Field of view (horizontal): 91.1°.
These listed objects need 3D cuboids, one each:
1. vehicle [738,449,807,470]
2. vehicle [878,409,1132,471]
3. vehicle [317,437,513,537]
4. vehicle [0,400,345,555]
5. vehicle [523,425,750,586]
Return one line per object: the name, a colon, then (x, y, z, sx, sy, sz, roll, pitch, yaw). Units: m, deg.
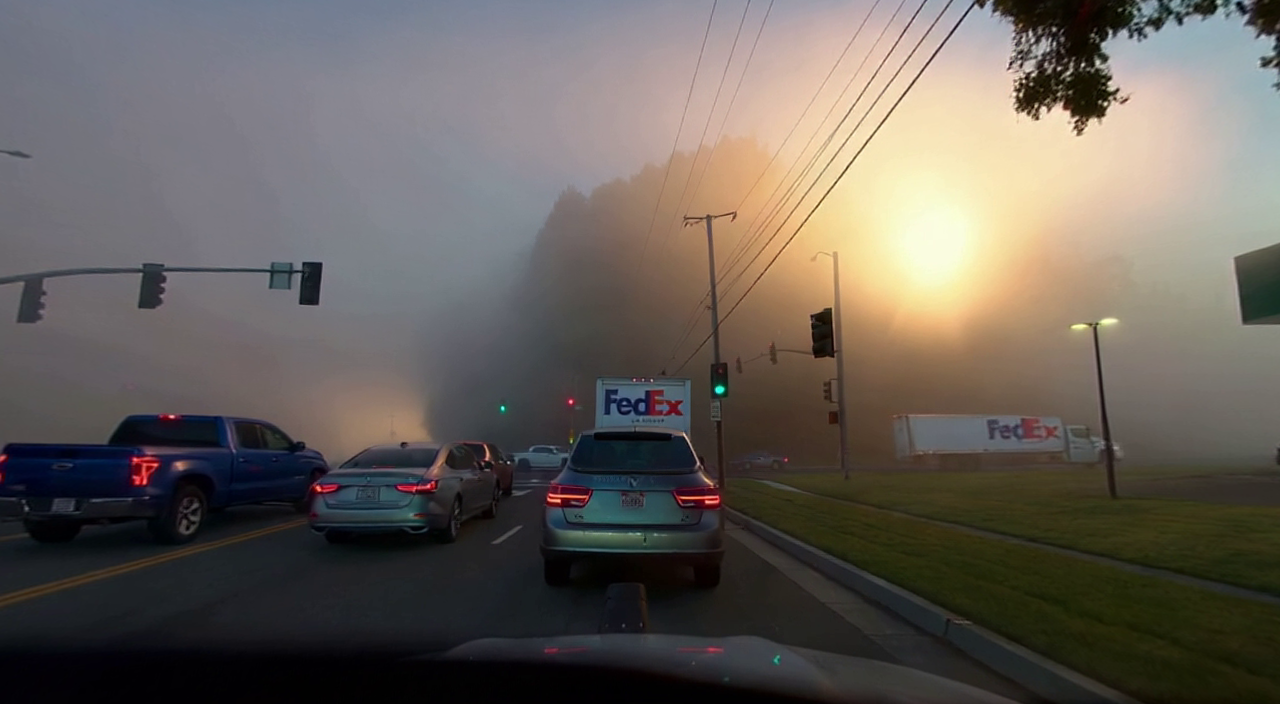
vehicle: (10.216, 8.277, 48.471, 4.805, 1.498, 1.889, 0, -7, -5)
vehicle: (21.144, 5.205, 36.948, 12.889, 3.380, 3.345, 0, -9, -2)
vehicle: (-3.867, 2.387, 11.768, 1.949, 1.487, 4.390, 0, -9, 1)
vehicle: (-7.285, 1.957, 10.531, 2.125, 1.893, 5.498, 0, -9, -2)
vehicle: (-0.028, 1.782, 8.152, 2.145, 1.513, 4.269, 0, -9, 0)
